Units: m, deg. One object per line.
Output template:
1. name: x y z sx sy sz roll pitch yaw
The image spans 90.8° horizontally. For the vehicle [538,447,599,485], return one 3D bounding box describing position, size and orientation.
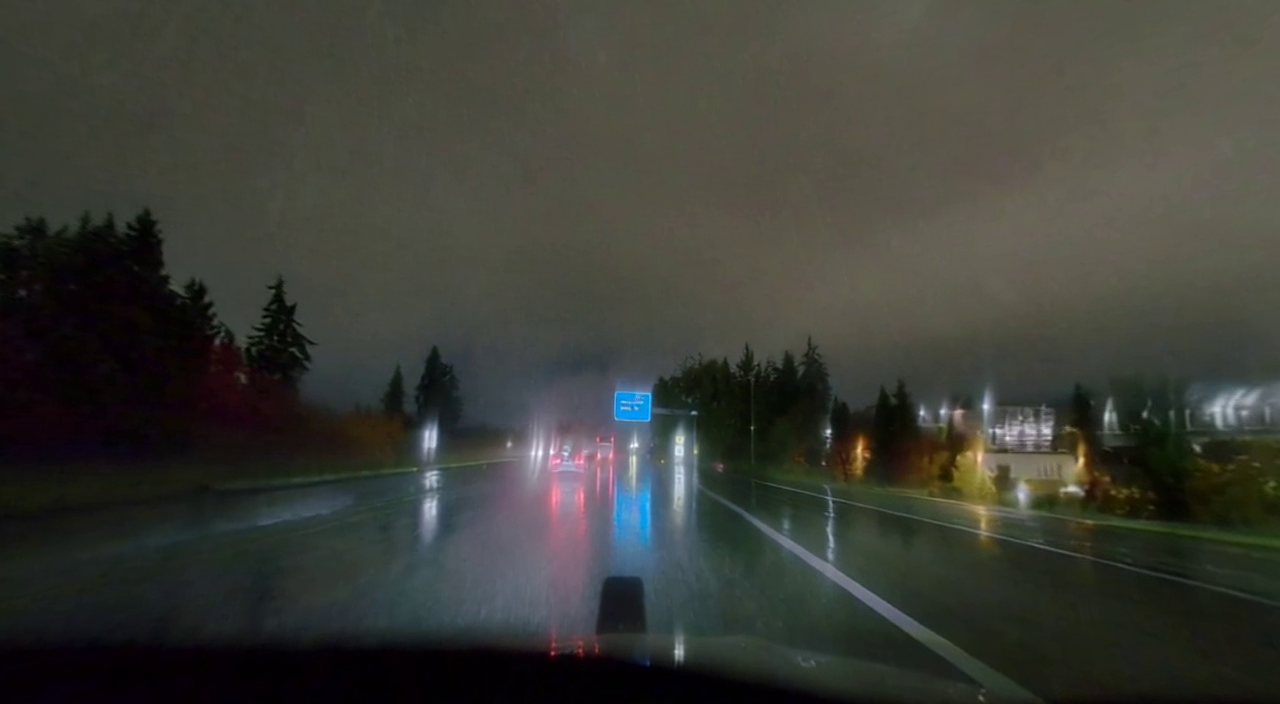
1. vehicle: -3.168 5.166 28.995 2.184 1.574 5.004 0 -9 0
